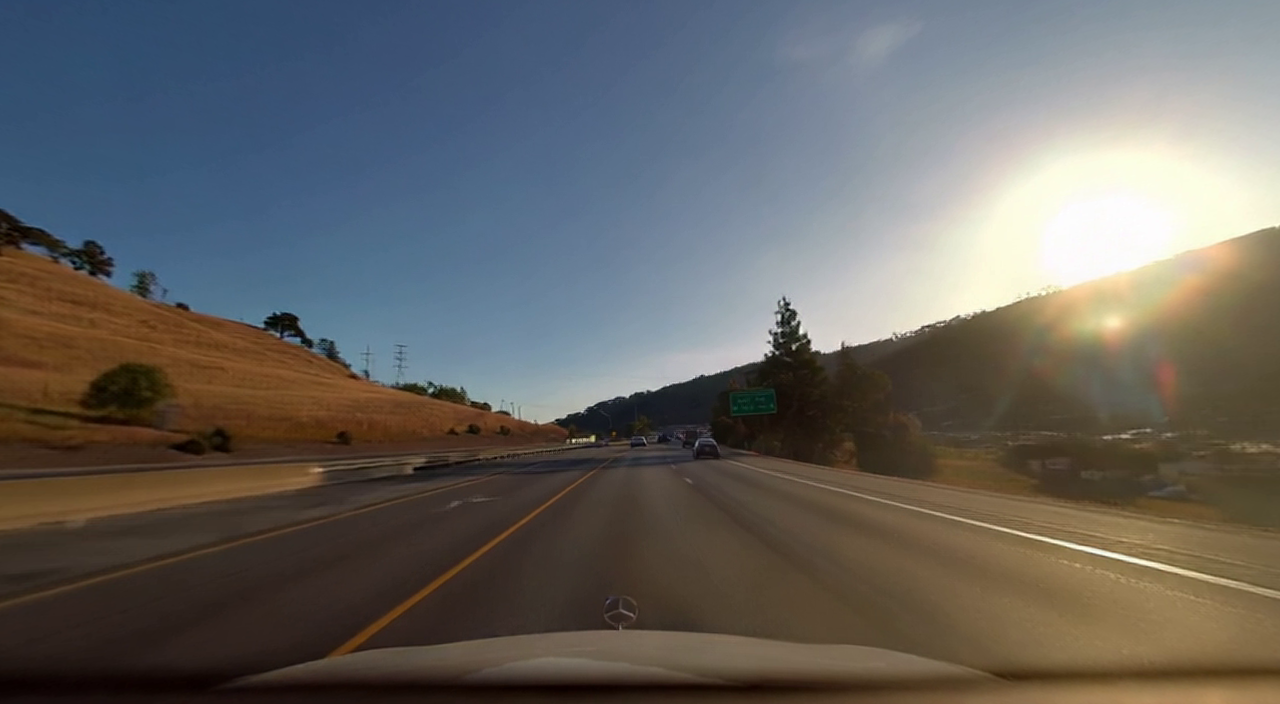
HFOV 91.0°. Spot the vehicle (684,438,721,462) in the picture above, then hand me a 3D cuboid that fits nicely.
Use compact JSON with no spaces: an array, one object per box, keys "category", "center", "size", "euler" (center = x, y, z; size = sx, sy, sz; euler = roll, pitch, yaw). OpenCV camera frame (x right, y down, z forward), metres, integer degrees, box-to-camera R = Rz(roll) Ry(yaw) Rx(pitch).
[{"category":"vehicle","center":[4.003,6.353,40.975],"size":[1.943,1.490,4.246],"euler":[0,-8,0]}]
